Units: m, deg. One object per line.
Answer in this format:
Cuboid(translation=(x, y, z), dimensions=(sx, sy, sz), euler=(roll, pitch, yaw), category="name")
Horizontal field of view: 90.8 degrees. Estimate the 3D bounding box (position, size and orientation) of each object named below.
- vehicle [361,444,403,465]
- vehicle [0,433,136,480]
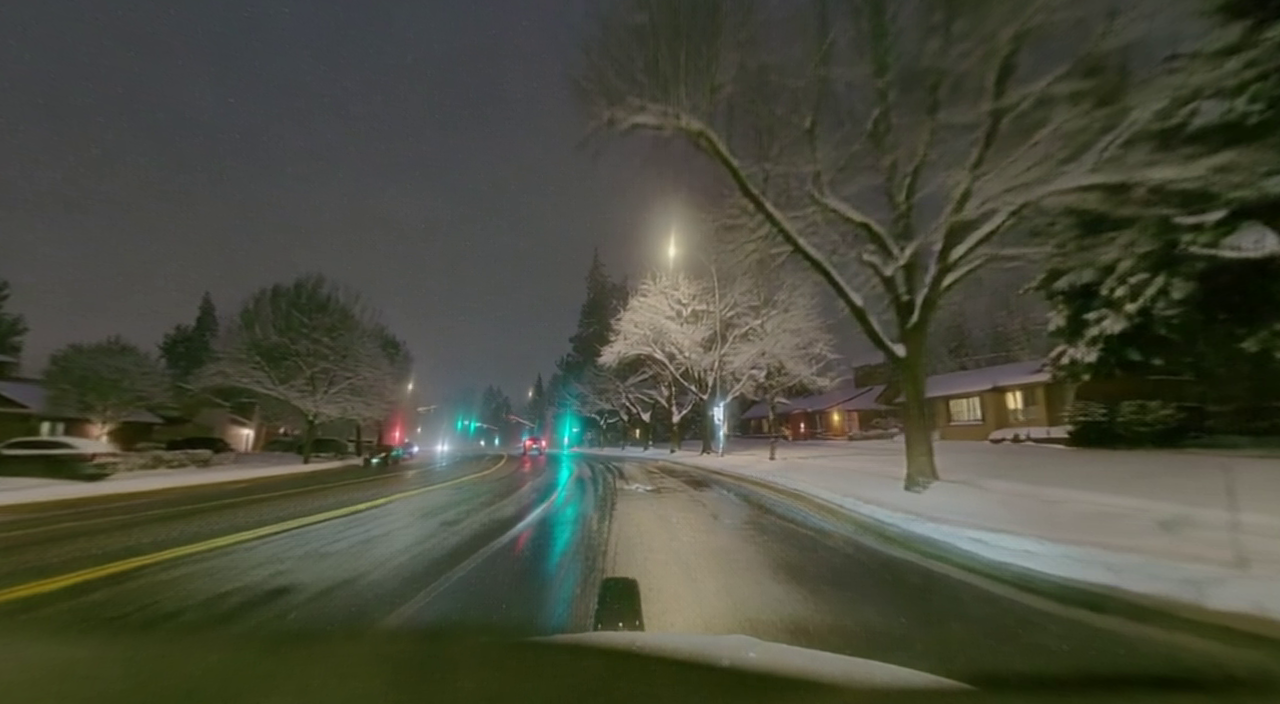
Cuboid(translation=(-18.457, 7.303, 45.348), dimensions=(1.911, 1.436, 4.554), euler=(2, -8, -11), category="vehicle")
Cuboid(translation=(-21.753, 3.913, 23.744), dimensions=(3.832, 1.683, 1.877), euler=(1, -8, -7), category="vehicle")
